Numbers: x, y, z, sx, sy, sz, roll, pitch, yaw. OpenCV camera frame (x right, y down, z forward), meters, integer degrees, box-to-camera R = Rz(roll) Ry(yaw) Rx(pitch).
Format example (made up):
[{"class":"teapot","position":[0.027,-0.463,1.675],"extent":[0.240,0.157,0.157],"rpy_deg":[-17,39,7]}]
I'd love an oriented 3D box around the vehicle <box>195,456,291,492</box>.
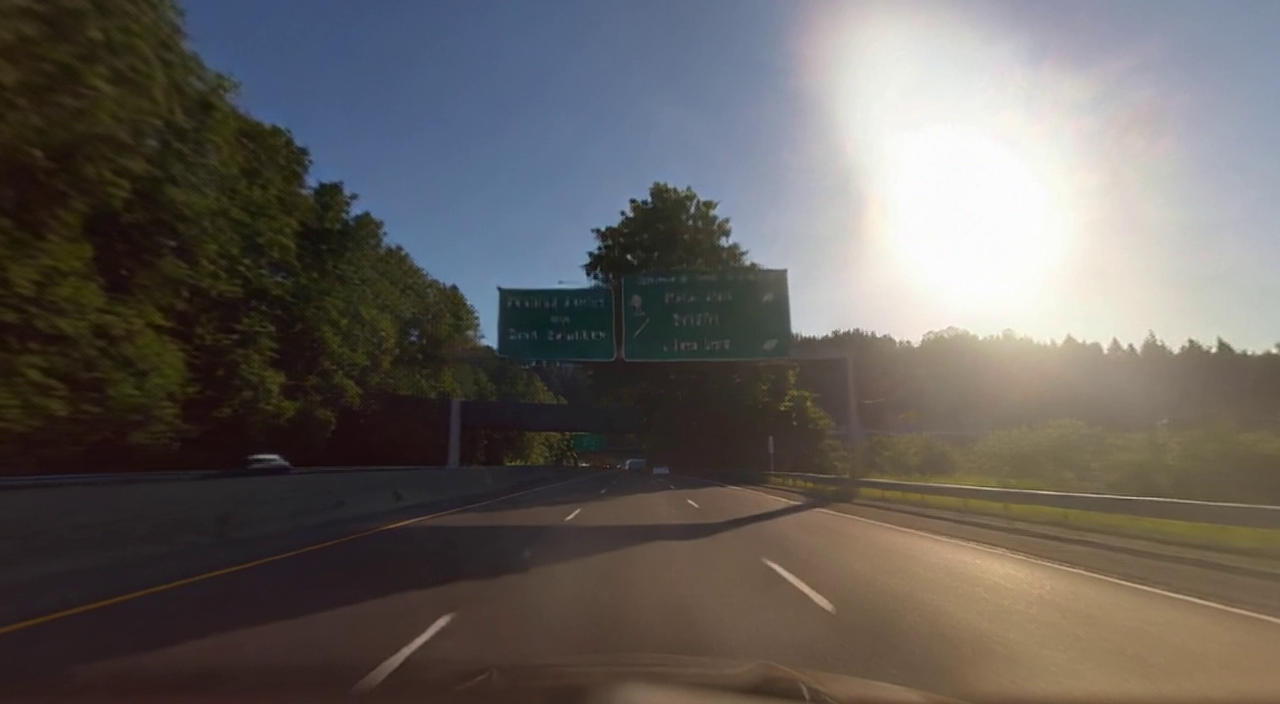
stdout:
[{"class":"vehicle","position":[-19.525,6.042,31.260],"extent":[1.893,1.602,4.274],"rpy_deg":[1,-11,0]}]
